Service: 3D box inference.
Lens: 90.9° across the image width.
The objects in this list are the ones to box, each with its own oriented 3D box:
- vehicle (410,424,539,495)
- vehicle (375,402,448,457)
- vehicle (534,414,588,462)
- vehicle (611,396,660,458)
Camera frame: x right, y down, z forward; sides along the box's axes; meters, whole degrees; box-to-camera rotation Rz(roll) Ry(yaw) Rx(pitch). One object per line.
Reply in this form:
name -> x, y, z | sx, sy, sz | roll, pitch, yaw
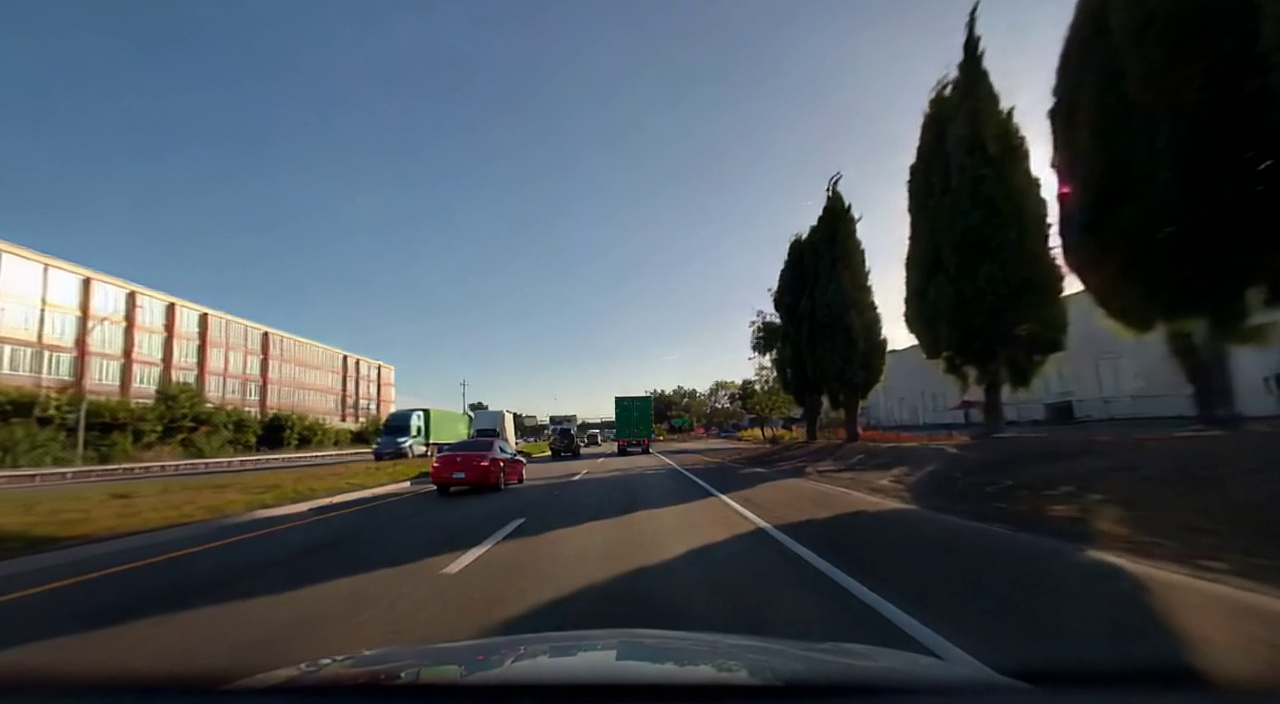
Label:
vehicle -> -4.175, 2.786, 16.886 | 2.005, 1.602, 5.131 | 0, -8, 1
vehicle -> -17.122, 5.907, 47.691 | 3.295, 3.920, 5.858 | 0, -8, -1
vehicle -> -4.848, 5.467, 40.059 | 2.717, 2.714, 6.997 | 0, -8, -1
vehicle -> -0.462, 5.624, 46.696 | 3.259, 4.066, 9.891 | 0, -8, -2
